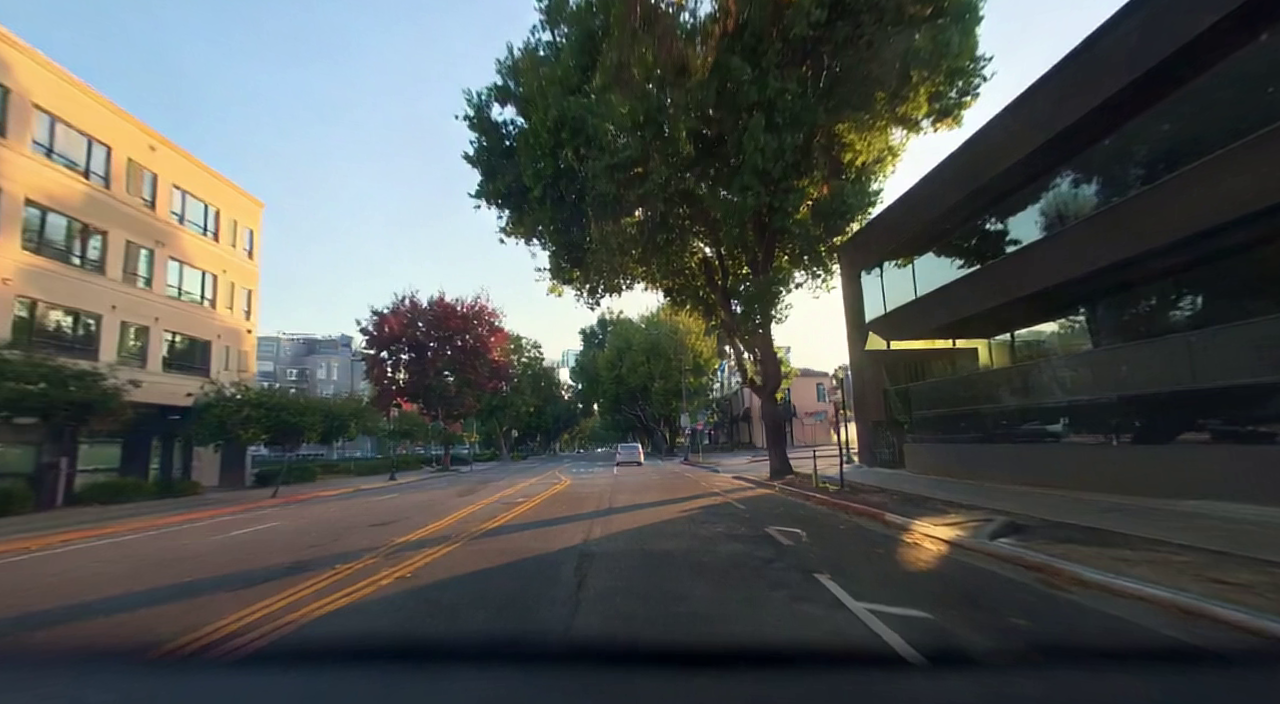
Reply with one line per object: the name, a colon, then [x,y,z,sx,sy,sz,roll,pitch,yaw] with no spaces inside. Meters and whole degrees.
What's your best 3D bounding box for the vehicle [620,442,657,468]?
vehicle: [-0.153,6.229,38.544,2.131,1.474,4.146,0,-8,-2]
